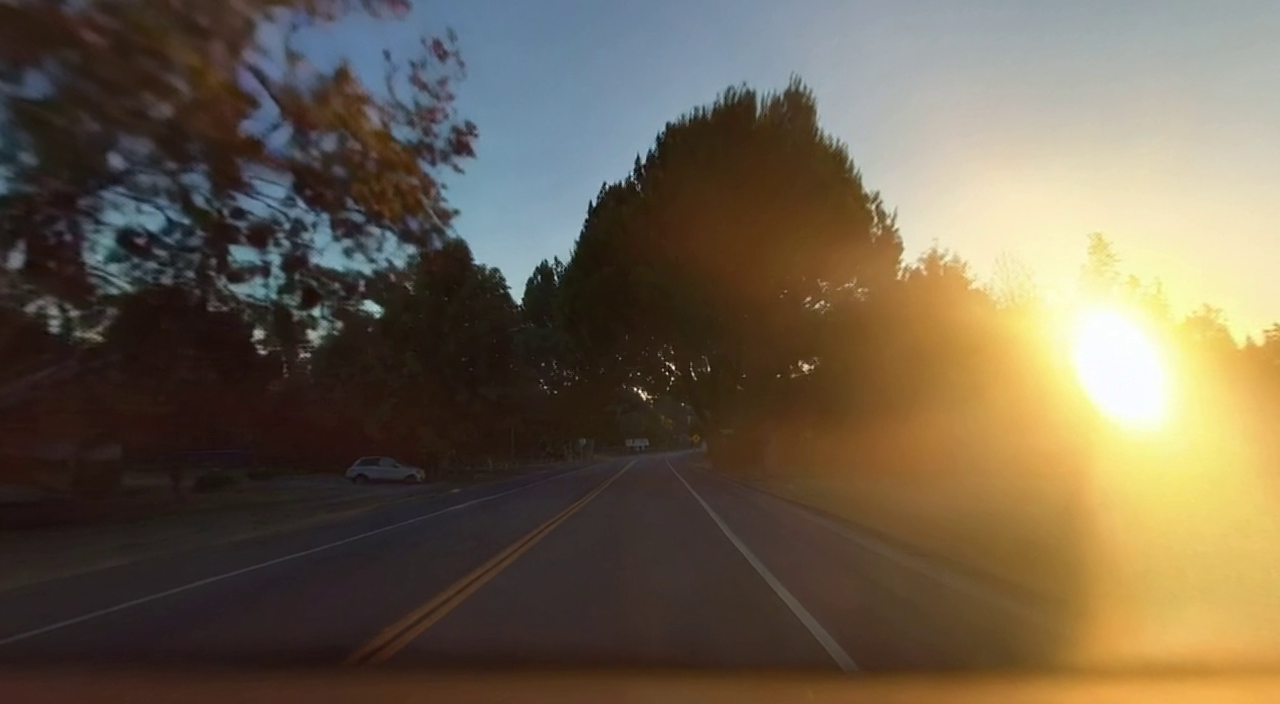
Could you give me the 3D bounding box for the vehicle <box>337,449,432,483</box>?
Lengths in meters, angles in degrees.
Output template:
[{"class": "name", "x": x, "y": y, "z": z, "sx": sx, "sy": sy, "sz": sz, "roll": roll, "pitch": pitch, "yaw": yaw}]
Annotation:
[{"class": "vehicle", "x": -13.572, "y": 6.033, "z": 33.573, "sx": 4.310, "sy": 1.723, "sz": 1.915, "roll": -2, "pitch": -8, "yaw": 14}]
